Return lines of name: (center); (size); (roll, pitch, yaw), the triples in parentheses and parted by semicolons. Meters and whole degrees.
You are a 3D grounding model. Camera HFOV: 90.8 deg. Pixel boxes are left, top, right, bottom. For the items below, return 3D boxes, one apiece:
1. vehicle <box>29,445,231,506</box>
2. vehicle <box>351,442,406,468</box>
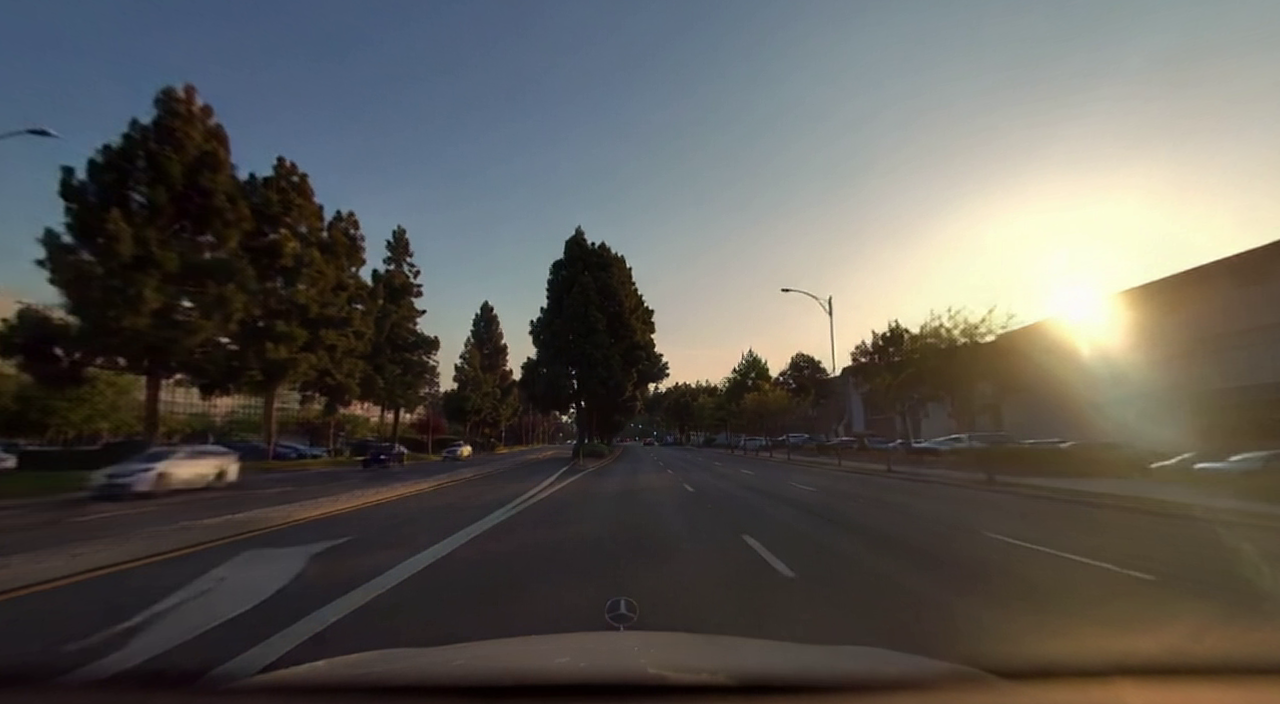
vehicle: (-14.263, 3.429, 18.160); (1.950, 1.505, 4.733); (0, -8, -2)
vehicle: (-17.850, 7.045, 43.370); (1.977, 1.664, 4.562); (0, -8, -2)
